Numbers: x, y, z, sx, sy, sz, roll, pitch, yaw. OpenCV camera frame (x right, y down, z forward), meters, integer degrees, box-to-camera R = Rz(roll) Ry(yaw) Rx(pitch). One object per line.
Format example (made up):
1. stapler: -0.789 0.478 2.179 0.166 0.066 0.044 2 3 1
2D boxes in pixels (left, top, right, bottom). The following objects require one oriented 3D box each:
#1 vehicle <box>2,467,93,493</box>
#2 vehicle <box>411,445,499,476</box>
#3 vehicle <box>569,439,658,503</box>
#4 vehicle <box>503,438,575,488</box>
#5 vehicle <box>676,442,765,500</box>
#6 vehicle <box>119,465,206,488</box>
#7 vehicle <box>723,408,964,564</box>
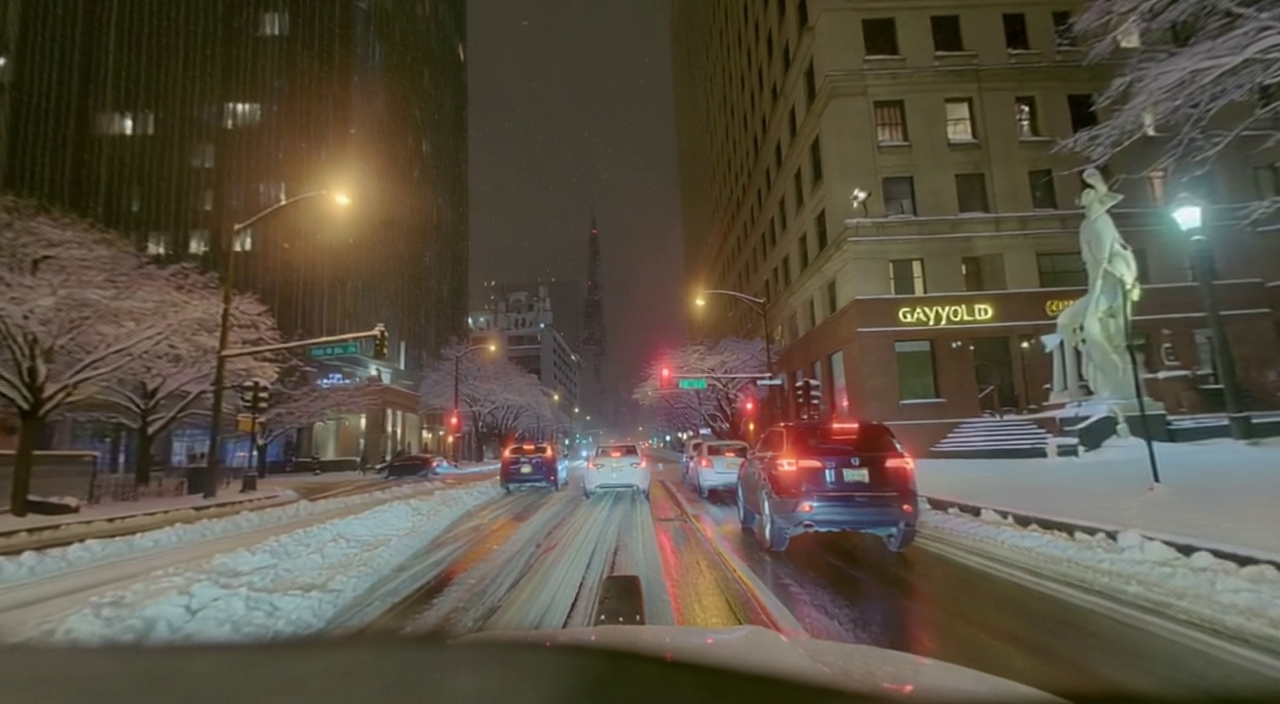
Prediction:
1. vehicle: -40.221 8.705 42.928 4.224 1.622 1.808 0 -9 -2
2. vehicle: -11.176 6.518 38.209 4.855 1.769 2.071 3 -9 -21
3. vehicle: -0.643 3.102 16.951 2.096 1.492 4.071 0 -9 -1
4. vehicle: -3.602 4.052 23.406 2.045 1.633 4.864 0 -9 -2
5. vehicle: 2.193 3.361 18.308 1.943 1.449 4.202 0 -9 -1
6. vehicle: -32.370 8.439 42.892 4.392 1.427 1.764 0 -9 -1
7. vehicle: 2.623 1.867 9.513 2.096 1.775 4.440 0 -9 -1
